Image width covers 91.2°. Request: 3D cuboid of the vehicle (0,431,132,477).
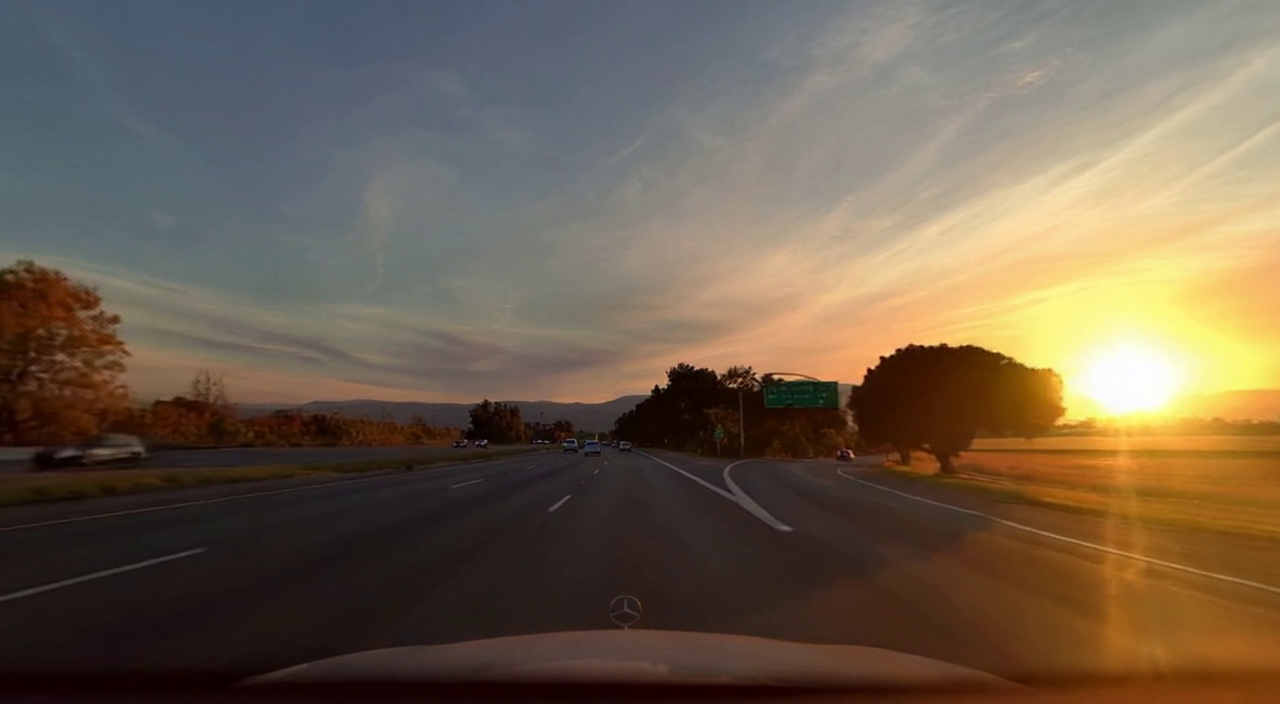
[{"bbox_3d":[-21.903,3.781,23.487,1.872,1.515,4.774,0,-8,-1],"label":"vehicle"}]
